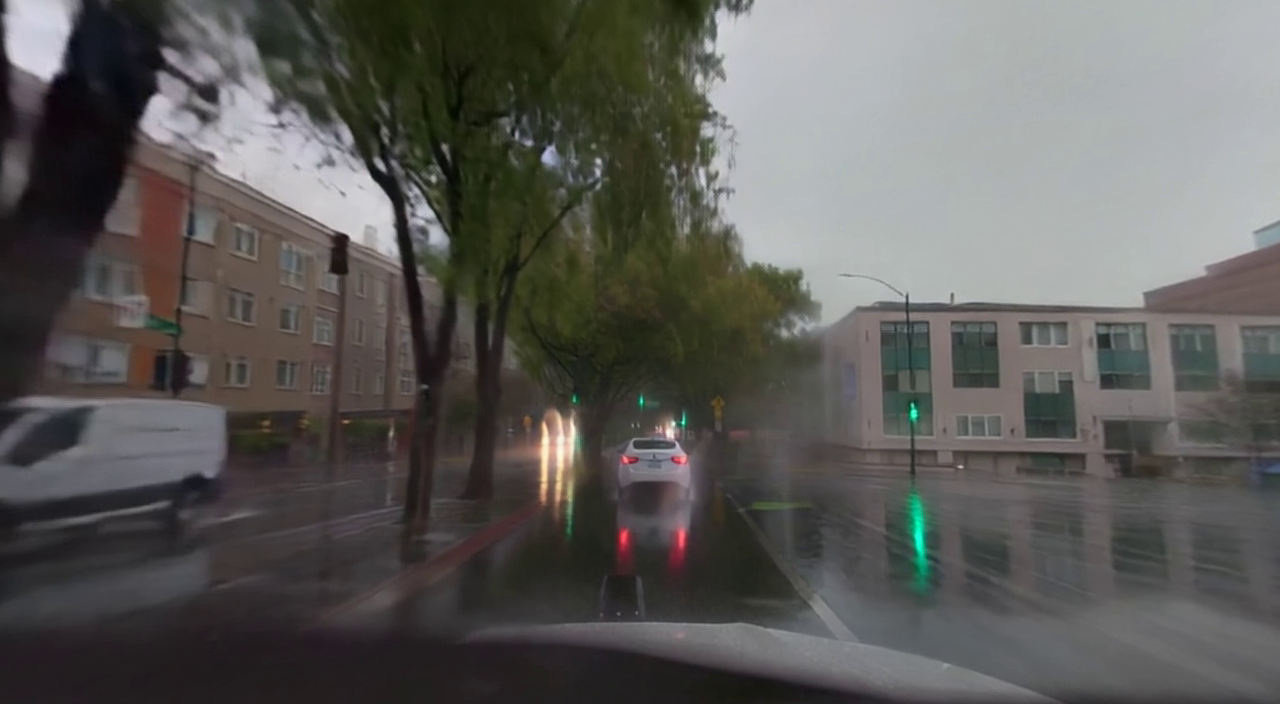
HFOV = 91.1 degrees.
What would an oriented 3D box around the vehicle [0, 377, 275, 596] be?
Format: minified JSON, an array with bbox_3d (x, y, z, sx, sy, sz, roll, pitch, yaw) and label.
[{"bbox_3d":[-7.266,1.572,8.216,2.310,2.045,4.763,0,-8,-3],"label":"vehicle"}]

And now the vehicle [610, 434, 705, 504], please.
[{"bbox_3d":[0.388,2.689,15.031,1.950,1.401,4.159,0,-8,1],"label":"vehicle"}]
